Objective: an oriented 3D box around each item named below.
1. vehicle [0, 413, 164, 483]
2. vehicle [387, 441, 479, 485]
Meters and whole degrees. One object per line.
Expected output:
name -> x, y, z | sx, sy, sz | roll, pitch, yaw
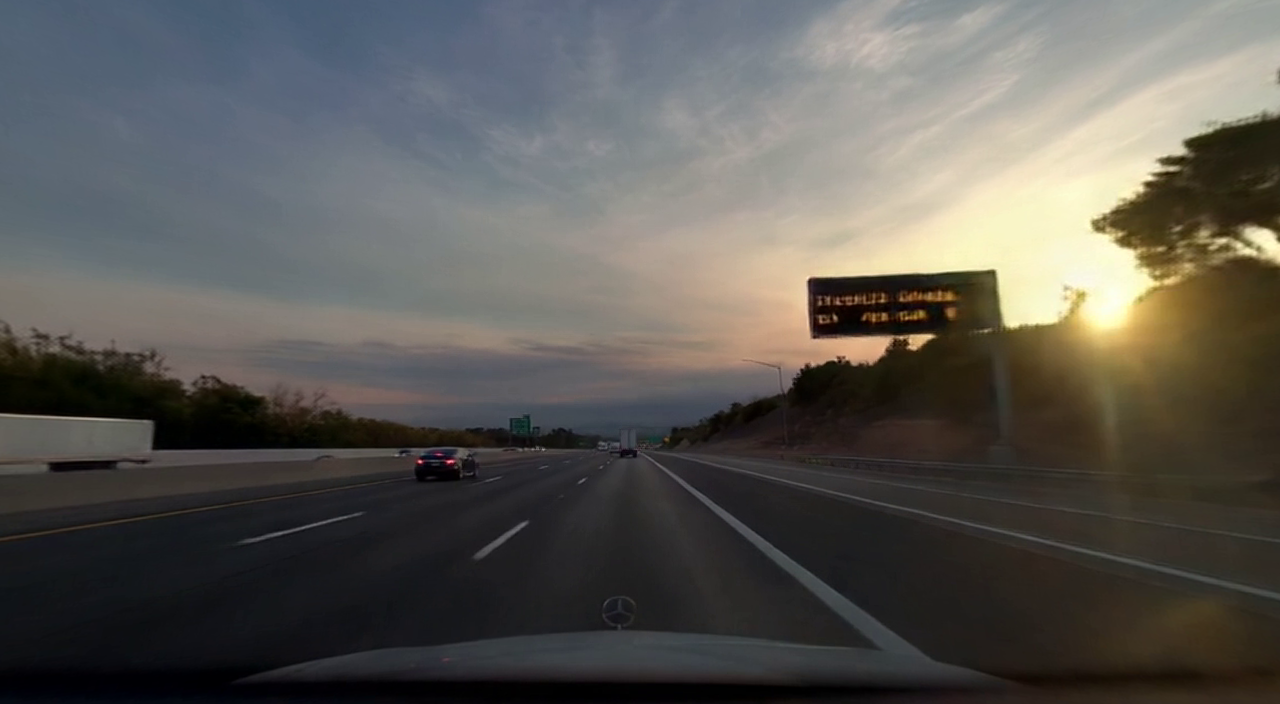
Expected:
vehicle -> -36.229, 6.247, 41.245 | 2.855, 4.018, 9.391 | 0, -8, -1
vehicle -> -8.065, 4.348, 25.136 | 2.005, 1.545, 4.874 | 0, -8, 0
